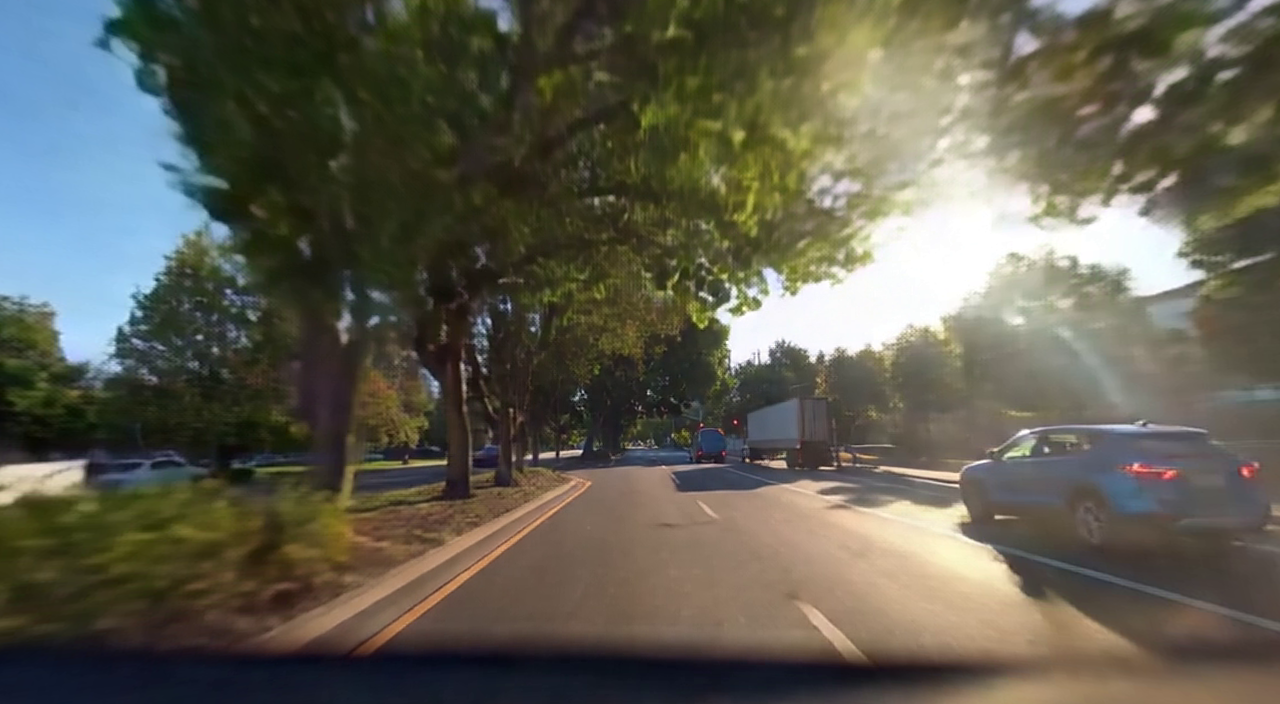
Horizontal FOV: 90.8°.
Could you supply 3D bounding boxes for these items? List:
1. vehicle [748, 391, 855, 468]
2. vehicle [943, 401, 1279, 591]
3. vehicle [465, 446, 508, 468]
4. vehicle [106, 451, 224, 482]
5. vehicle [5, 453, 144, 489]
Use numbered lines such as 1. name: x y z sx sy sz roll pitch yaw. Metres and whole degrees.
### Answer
1. vehicle: 10.282 5.454 43.047 2.975 4.201 17.050 0 -8 0
2. vehicle: 6.167 1.684 8.285 2.012 1.754 4.635 0 -8 -1
3. vehicle: -11.189 7.648 46.419 1.954 1.496 4.590 -1 -8 1
4. vehicle: -24.749 5.969 33.032 4.499 1.507 1.978 0 -8 0
5. vehicle: -24.957 5.246 27.973 4.461 1.452 1.855 -1 -8 3
